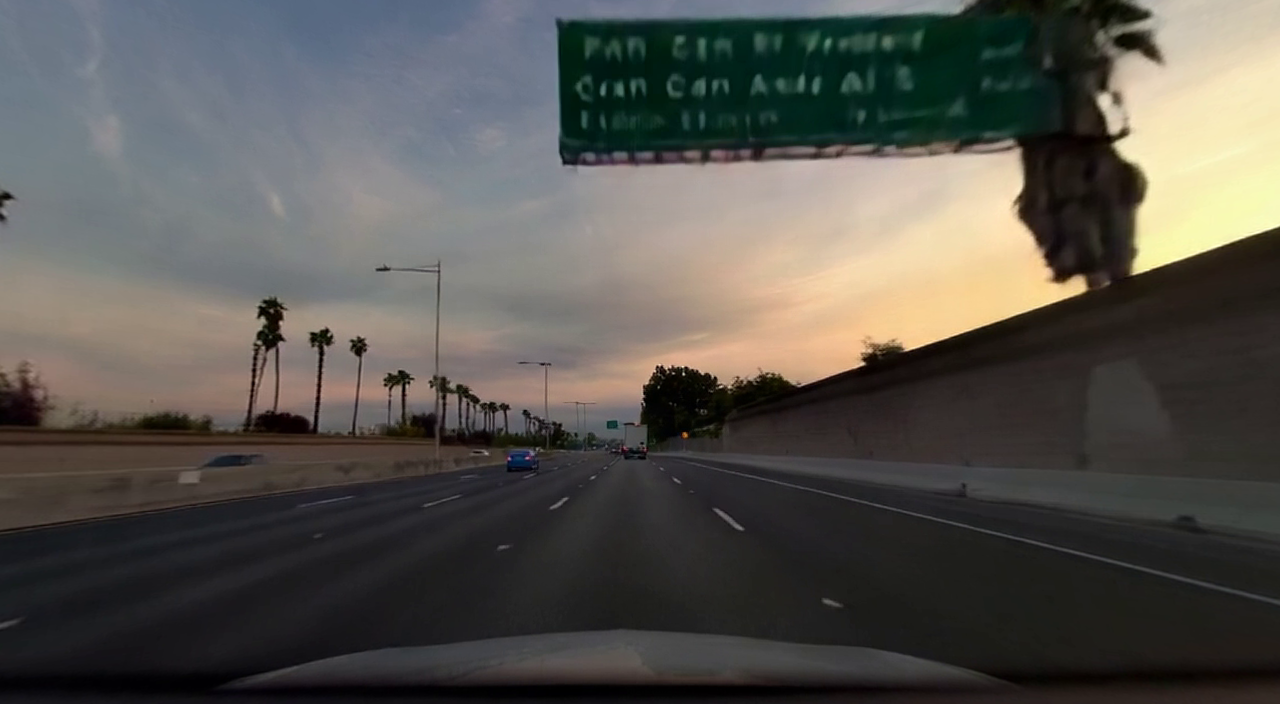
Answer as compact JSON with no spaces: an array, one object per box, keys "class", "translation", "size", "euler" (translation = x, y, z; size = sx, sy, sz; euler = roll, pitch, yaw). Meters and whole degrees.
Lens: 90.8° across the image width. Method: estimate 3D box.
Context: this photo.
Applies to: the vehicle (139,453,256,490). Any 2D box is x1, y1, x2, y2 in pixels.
[{"class":"vehicle","translation":[-20.095,5.420,29.005],"size":[1.963,1.481,4.748],"euler":[0,-9,0]}]
